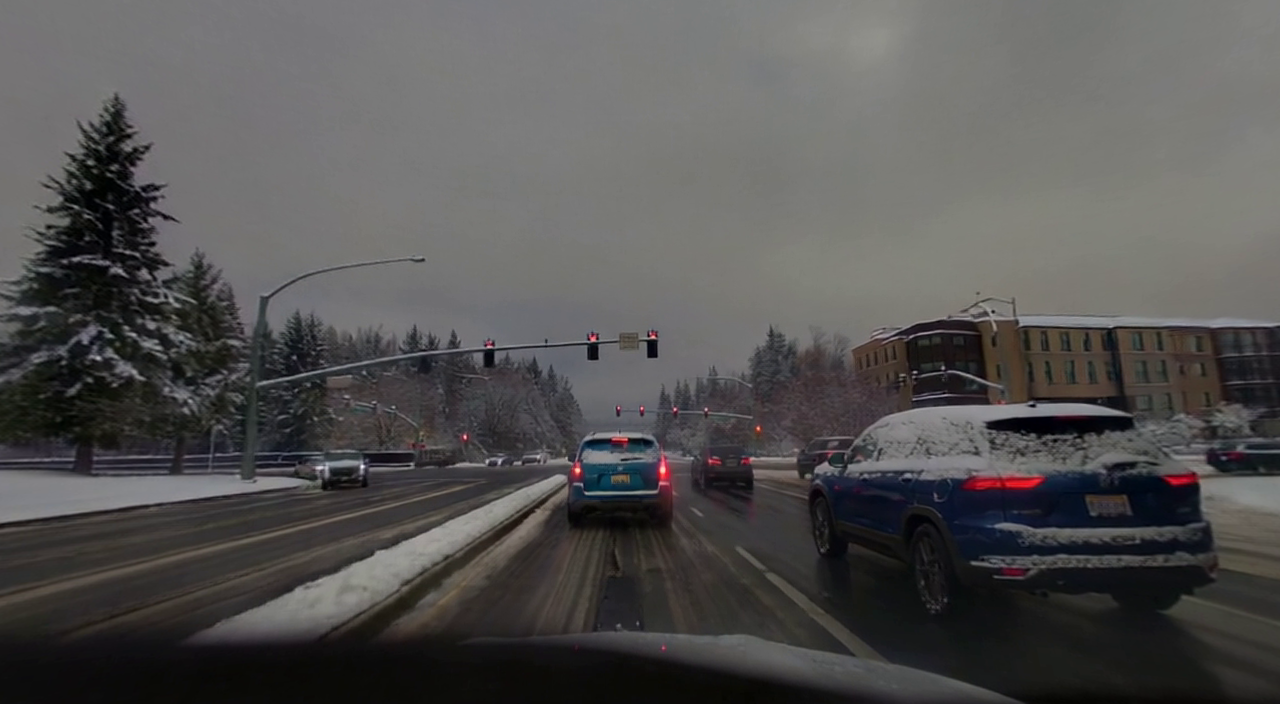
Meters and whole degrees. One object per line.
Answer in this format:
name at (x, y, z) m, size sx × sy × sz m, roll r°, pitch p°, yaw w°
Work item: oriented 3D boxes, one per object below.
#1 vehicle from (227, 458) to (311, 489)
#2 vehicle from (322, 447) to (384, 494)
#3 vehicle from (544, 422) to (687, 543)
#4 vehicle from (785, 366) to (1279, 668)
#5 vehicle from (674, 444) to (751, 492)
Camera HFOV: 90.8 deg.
vehicle at (-23.901, 7.792, 40.690) m, size 4.802 × 1.771 × 2.060 m, roll -4°, pitch -9°, yaw 22°
vehicle at (-13.540, 5.475, 29.672) m, size 2.354 × 1.949 × 4.905 m, roll 4°, pitch -9°, yaw -25°
vehicle at (-0.388, 2.172, 11.151) m, size 2.039 × 1.698 × 4.144 m, roll 0°, pitch -9°, yaw -1°
vehicle at (3.096, 1.305, 6.064) m, size 2.228 × 1.798 × 4.370 m, roll 0°, pitch -9°, yaw -2°
vehicle at (2.378, 3.927, 21.838) m, size 1.900 × 1.459 × 4.260 m, roll 0°, pitch -9°, yaw -3°
